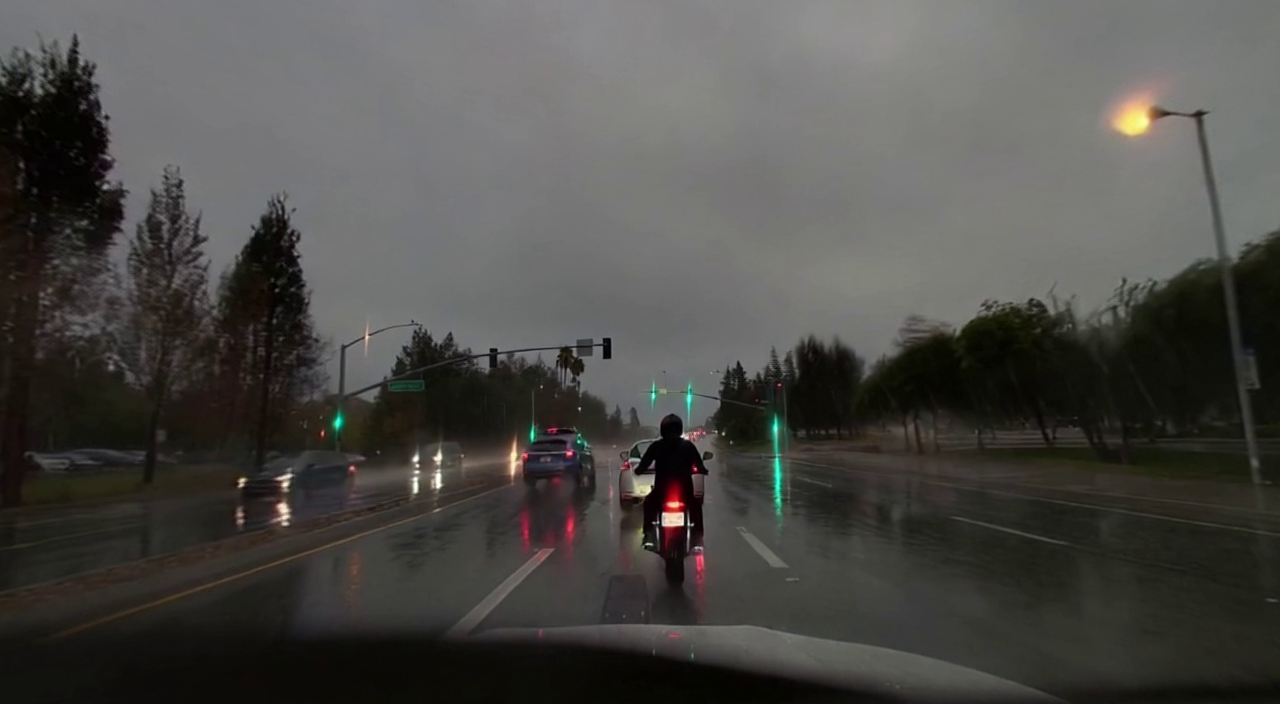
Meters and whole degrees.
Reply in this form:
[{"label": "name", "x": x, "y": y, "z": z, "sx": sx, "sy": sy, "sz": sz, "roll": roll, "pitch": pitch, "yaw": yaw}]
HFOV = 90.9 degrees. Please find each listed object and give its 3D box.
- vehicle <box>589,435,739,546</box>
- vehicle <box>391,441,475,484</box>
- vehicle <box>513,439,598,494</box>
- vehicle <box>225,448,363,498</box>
[{"label": "vehicle", "x": 0.339, "y": 2.193, "z": 10.807, "sx": 2.009, "sy": 1.450, "sz": 4.608, "roll": -1, "pitch": -8, "yaw": 1}, {"label": "vehicle", "x": -7.779, "y": 4.148, "z": 24.080, "sx": 1.735, "sy": 1.480, "sz": 4.137, "roll": -1, "pitch": -8, "yaw": 1}, {"label": "vehicle", "x": -2.505, "y": 3.499, "z": 19.654, "sx": 1.979, "sy": 1.499, "sz": 3.840, "roll": -1, "pitch": -8, "yaw": 2}, {"label": "vehicle", "x": -11.263, "y": 3.925, "z": 20.982, "sx": 1.936, "sy": 1.425, "sz": 4.630, "roll": -1, "pitch": -8, "yaw": 0}]
